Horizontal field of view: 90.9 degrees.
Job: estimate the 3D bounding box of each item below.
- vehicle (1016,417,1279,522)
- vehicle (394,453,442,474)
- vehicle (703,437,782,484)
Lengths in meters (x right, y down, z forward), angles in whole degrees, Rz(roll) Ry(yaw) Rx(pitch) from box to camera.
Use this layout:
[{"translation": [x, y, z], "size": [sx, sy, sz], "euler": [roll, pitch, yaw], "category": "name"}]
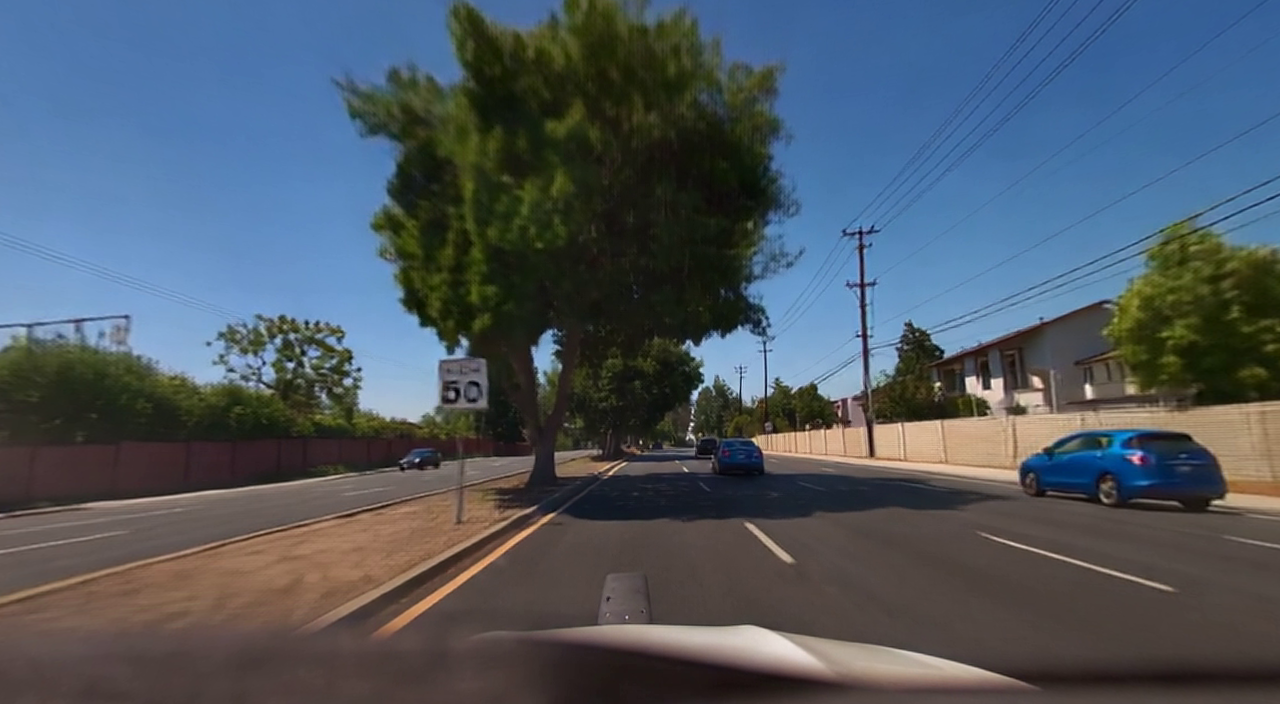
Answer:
[{"translation": [9.879, 2.253, 12.581], "size": [1.978, 1.700, 4.461], "euler": [0, -8, 1], "category": "vehicle"}, {"translation": [-16.896, 8.466, 48.147], "size": [1.952, 1.468, 4.487], "euler": [0, -8, 1], "category": "vehicle"}, {"translation": [3.480, 3.765, 22.179], "size": [2.063, 1.481, 4.247], "euler": [0, -8, 0], "category": "vehicle"}]
